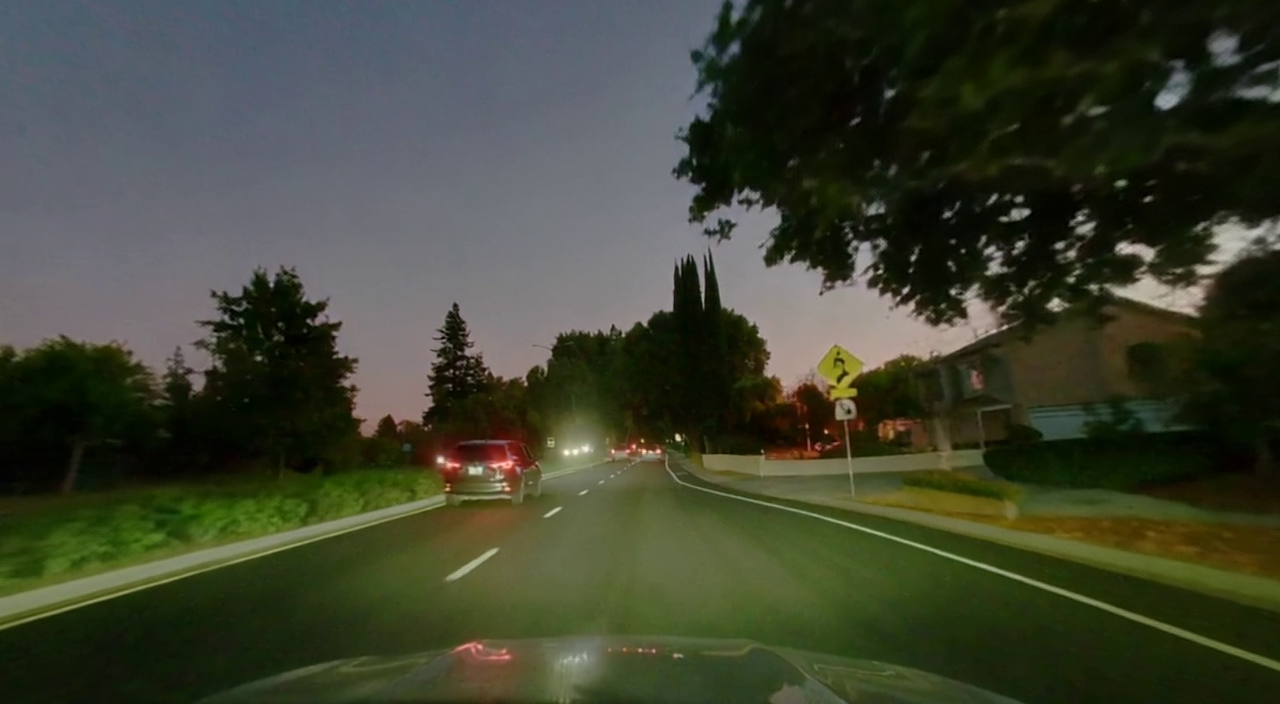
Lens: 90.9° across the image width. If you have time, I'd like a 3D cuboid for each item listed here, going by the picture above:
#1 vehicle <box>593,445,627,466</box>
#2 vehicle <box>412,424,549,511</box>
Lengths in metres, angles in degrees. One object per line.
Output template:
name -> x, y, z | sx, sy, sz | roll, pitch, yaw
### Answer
vehicle -> -2.203, 7.746, 47.353 | 2.119, 1.494, 4.624 | 0, -8, 2
vehicle -> -3.612, 2.695, 15.238 | 2.073, 1.770, 4.302 | 0, -8, 2
